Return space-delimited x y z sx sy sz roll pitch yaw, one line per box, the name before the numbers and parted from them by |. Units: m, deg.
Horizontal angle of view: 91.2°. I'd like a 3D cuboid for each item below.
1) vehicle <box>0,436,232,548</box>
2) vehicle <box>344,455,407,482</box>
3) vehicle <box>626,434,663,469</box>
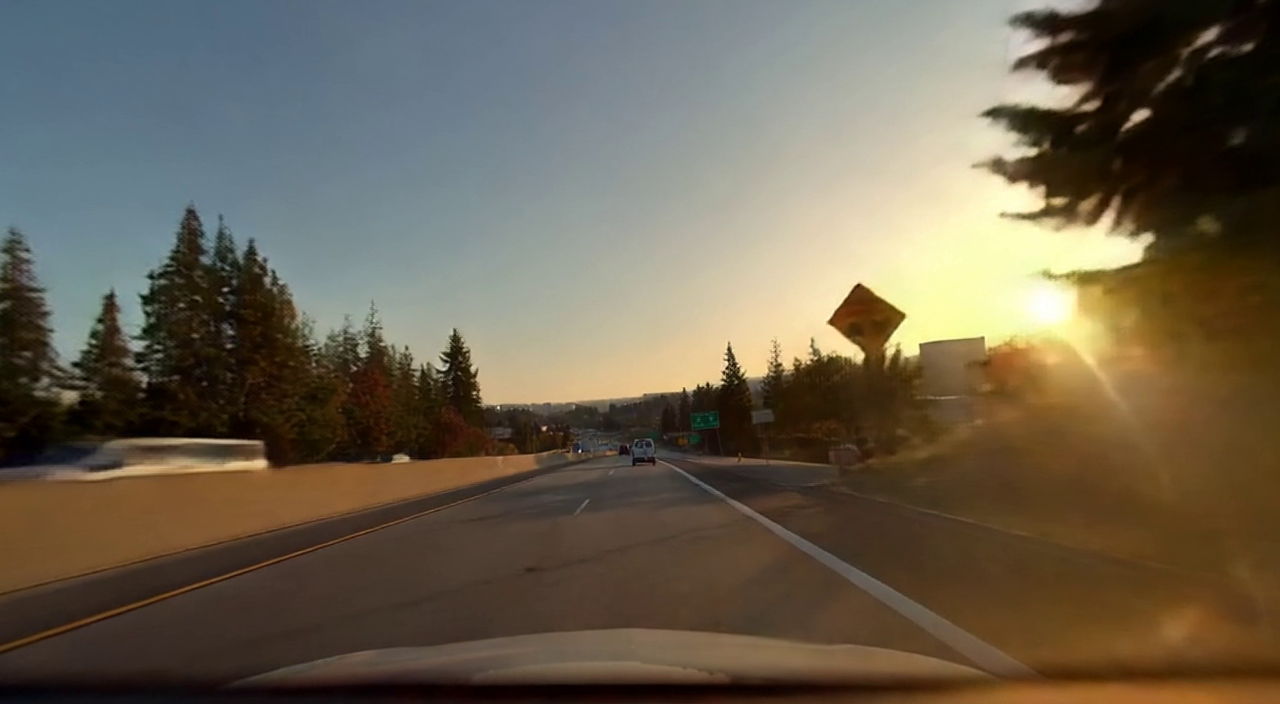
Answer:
vehicle | -12.206 2.959 14.125 2.243 1.979 5.607 0 -9 0
vehicle | -16.354 7.207 38.990 1.891 1.517 4.540 -1 -9 1
vehicle | 0.314 6.425 40.438 2.268 2.122 4.595 -1 -9 1
